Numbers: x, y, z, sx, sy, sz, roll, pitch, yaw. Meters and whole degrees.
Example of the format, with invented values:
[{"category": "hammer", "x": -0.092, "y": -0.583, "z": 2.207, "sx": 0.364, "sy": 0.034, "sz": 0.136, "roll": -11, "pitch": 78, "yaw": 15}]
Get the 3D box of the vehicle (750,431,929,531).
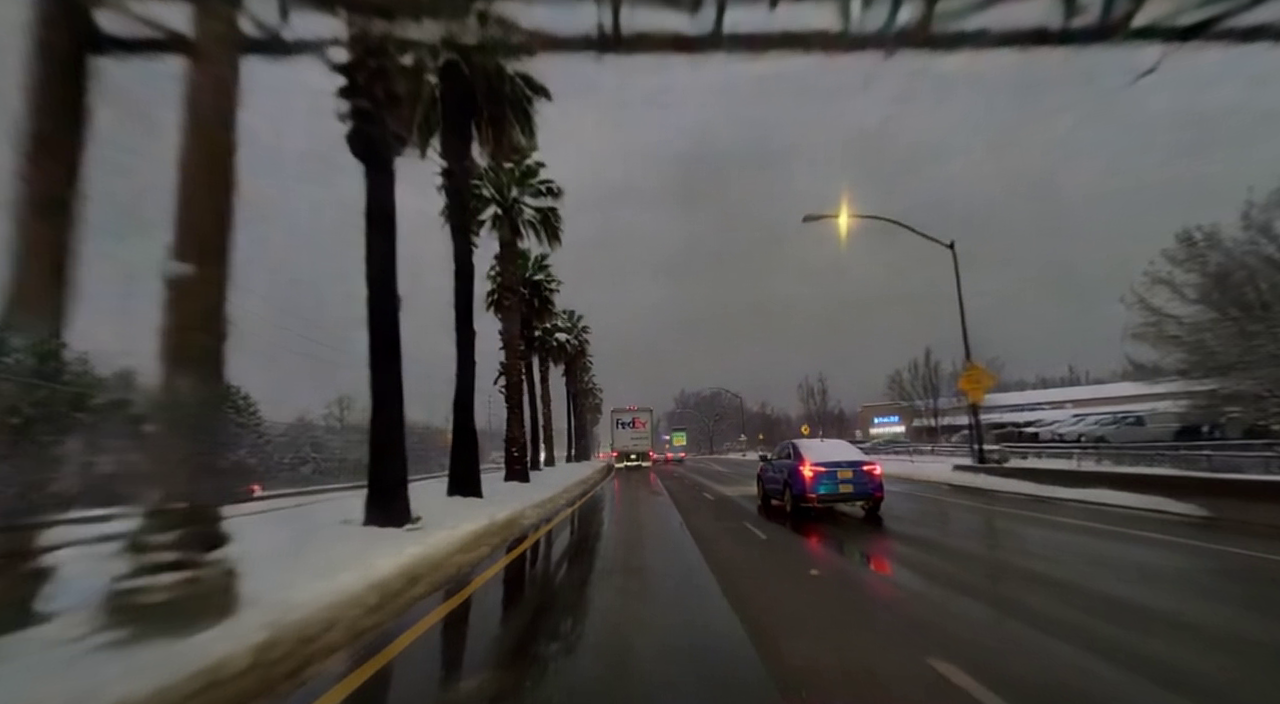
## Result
[{"category": "vehicle", "x": 3.526, "y": 2.372, "z": 12.114, "sx": 1.966, "sy": 1.558, "sz": 4.238, "roll": 0, "pitch": -9, "yaw": -1}]
